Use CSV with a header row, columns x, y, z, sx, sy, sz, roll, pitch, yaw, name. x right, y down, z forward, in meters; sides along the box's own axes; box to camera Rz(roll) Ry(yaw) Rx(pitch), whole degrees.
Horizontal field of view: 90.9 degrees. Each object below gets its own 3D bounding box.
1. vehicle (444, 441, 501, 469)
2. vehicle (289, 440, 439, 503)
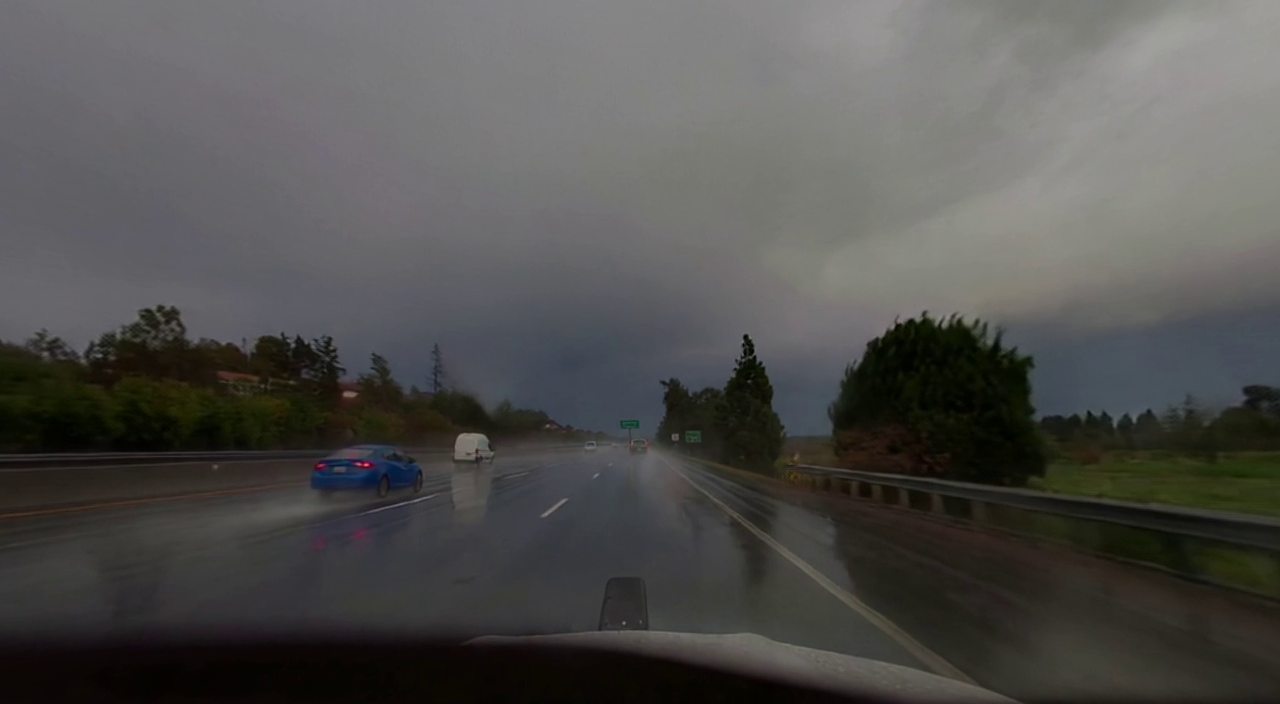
x,y,z,sx,sy,sz,roll,pitch,yaw,name
-10.987,6.771,41.841,2.249,1.735,5.018,0,-8,2,vehicle
-7.346,3.194,17.448,1.981,1.486,4.735,0,-8,1,vehicle
